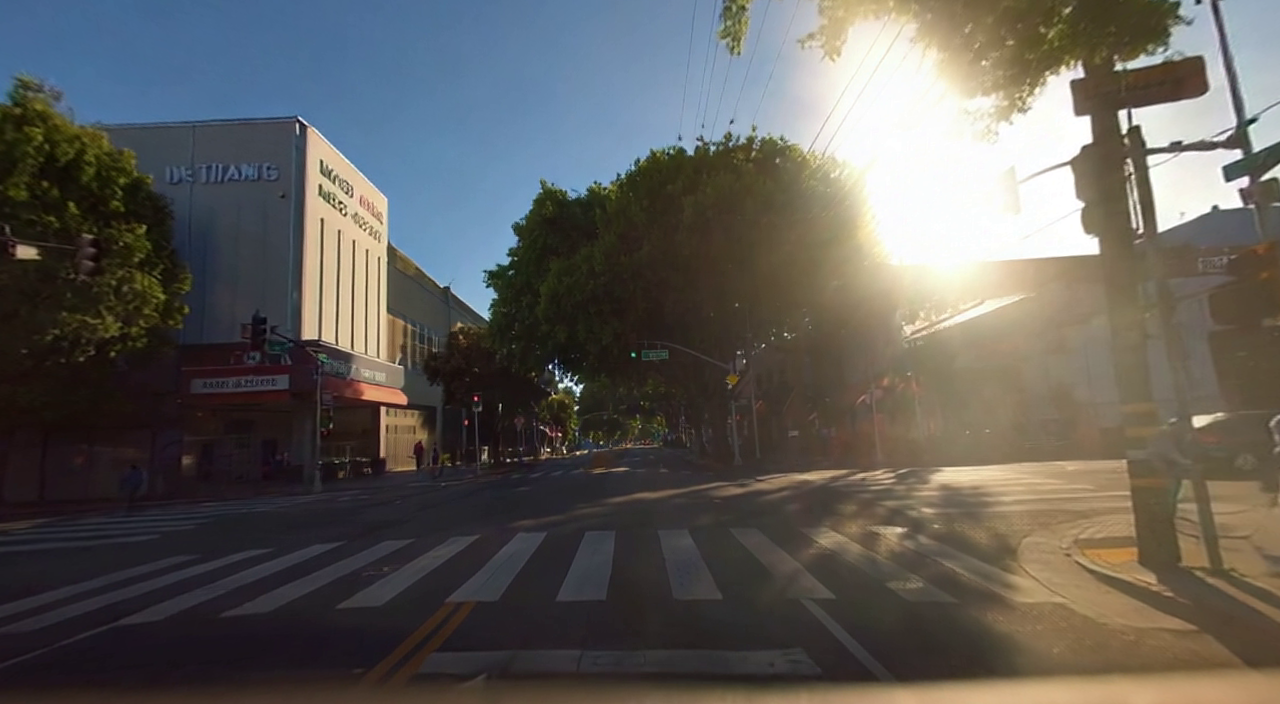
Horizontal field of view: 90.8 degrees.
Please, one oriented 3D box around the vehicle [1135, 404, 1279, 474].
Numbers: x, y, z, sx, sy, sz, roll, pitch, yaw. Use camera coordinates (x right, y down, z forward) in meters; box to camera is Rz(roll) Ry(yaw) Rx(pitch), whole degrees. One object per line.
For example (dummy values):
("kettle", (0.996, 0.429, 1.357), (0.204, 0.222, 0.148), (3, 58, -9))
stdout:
("vehicle", (14.450, 2.003, 14.460), (4.632, 1.484, 1.907), (0, -8, -1))
